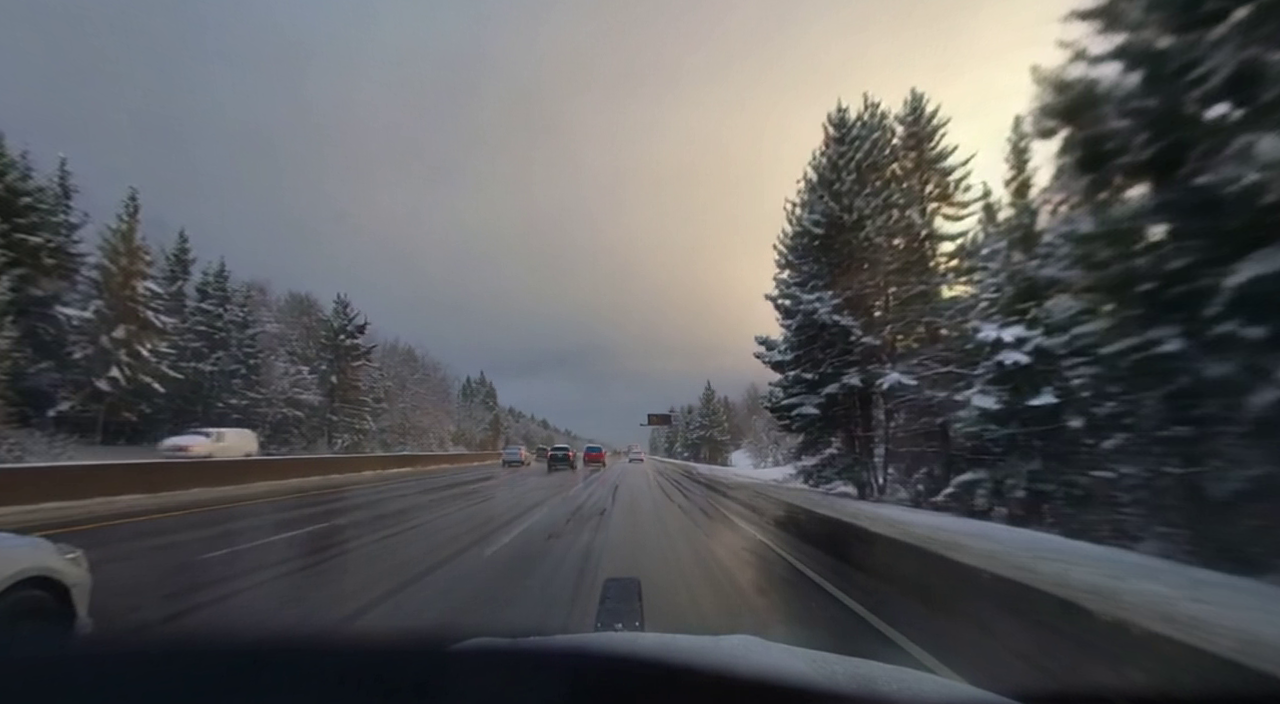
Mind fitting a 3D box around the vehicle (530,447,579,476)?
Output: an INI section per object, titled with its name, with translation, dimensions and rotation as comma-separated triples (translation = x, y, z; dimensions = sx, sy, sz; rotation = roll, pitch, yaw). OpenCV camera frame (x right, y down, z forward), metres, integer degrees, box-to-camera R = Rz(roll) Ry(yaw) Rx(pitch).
[vehicle]
translation = -4.674, 6.028, 34.933
dimensions = 2.120, 1.458, 4.031
rotation = 0, -9, 1
